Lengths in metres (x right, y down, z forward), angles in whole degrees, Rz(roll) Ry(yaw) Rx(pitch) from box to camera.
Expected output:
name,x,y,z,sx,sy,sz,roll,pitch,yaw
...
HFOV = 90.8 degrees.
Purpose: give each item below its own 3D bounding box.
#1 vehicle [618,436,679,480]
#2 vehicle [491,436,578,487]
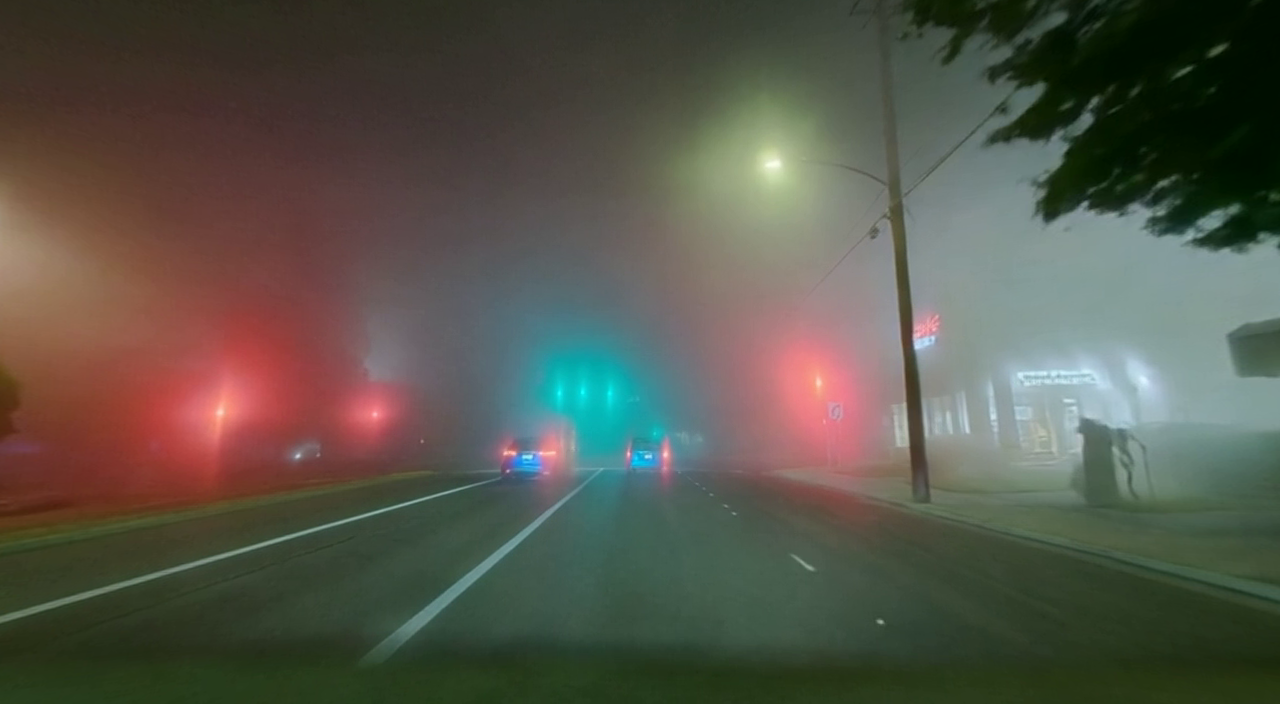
name,x,y,z,sx,sy,sz,roll,pitch,yaw
vehicle,0.284,3.884,23.374,2.059,1.456,4.047,0,-8,0
vehicle,-3.276,3.500,20.556,2.032,1.467,4.411,0,-8,1
